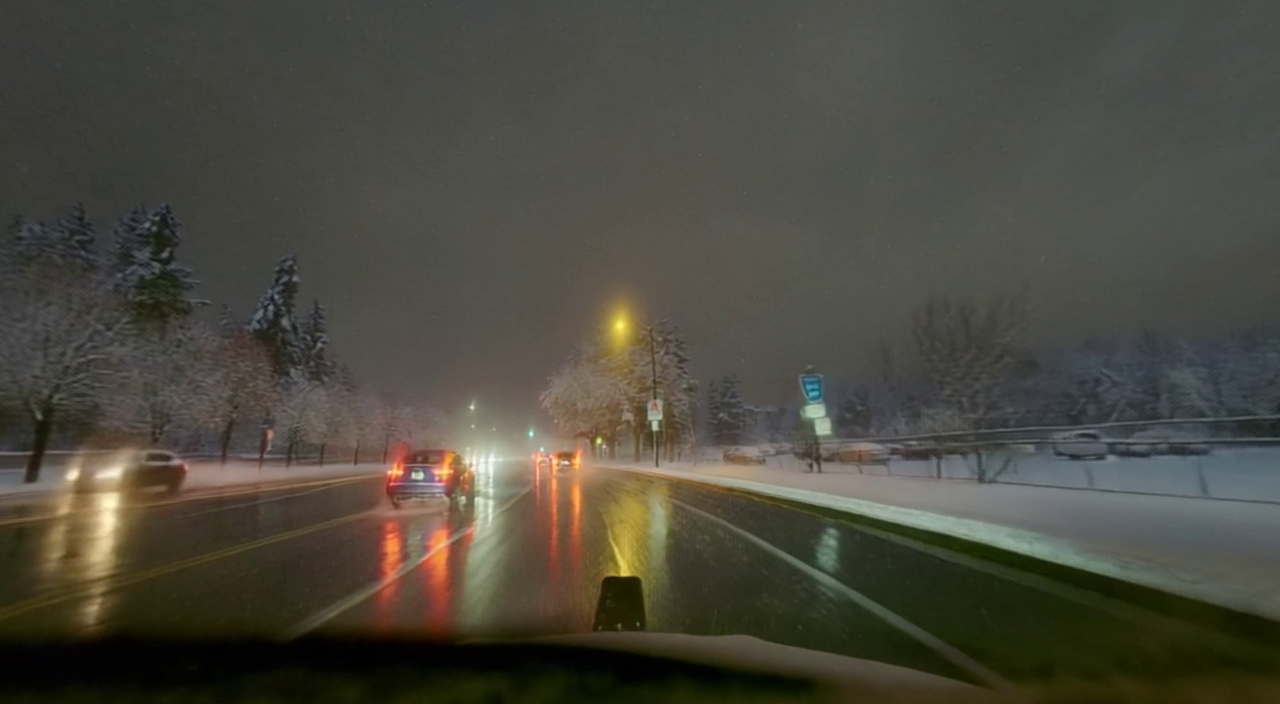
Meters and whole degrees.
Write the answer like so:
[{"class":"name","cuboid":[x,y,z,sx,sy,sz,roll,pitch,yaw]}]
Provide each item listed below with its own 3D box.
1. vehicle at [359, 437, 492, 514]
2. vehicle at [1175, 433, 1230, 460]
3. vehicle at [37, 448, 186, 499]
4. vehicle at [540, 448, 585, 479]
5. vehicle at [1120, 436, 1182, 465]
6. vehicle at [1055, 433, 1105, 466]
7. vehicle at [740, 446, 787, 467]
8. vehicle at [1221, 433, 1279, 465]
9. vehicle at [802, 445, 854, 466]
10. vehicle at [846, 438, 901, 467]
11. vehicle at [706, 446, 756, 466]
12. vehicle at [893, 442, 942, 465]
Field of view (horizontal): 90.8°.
[{"class":"vehicle","cuboid":[-5.280,3.083,16.309,2.105,1.676,4.541,0,-9,-4]},{"class":"vehicle","cuboid":[38.534,6.515,43.406,2.050,1.746,4.527,-5,-11,33]},{"class":"vehicle","cuboid":[-21.226,4.845,25.723,2.214,1.844,4.822,1,-9,-6]},{"class":"vehicle","cuboid":[-3.980,5.675,32.469,2.147,1.474,4.083,1,-9,-7]},{"class":"vehicle","cuboid":[27.462,5.310,34.083,1.863,1.456,4.250,-5,-10,29]},{"class":"vehicle","cuboid":[25.140,5.574,36.233,1.942,1.726,5.194,-8,-11,32]},{"class":"vehicle","cuboid":[9.325,7.836,47.592,2.131,1.437,4.325,-5,-10,29]},{"class":"vehicle","cuboid":[30.756,4.822,31.499,2.027,1.455,3.838,-6,-10,34]},{"class":"vehicle","cuboid":[13.381,7.295,44.837,2.048,1.392,4.562,-7,-11,36]},{"class":"vehicle","cuboid":[16.113,6.892,43.448,2.062,1.703,4.661,-11,-12,36]},{"class":"vehicle","cuboid":[7.234,8.197,49.954,2.041,1.459,4.830,-6,-10,33]},{"class":"vehicle","cuboid":[18.303,6.680,41.587,1.934,1.423,4.008,-7,-11,37]}]
